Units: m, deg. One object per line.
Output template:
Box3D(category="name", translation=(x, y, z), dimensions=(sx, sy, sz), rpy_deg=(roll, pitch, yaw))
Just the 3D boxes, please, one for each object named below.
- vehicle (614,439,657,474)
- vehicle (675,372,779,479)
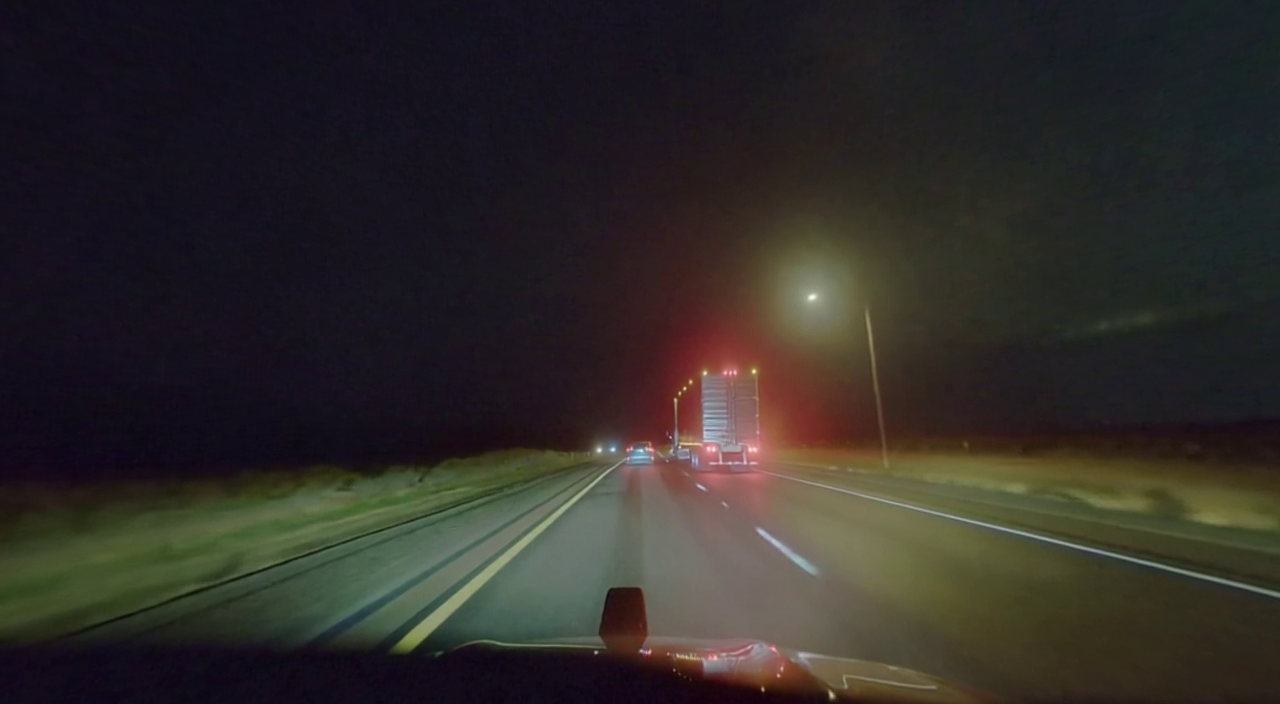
Box3D(category="vehicle", translation=(-0.221, 5.038, 30.610), dimensions=(1.968, 1.515, 4.025), rpy_deg=(0, -8, 0))
Box3D(category="vehicle", translation=(3.863, 4.063, 32.839), dimensions=(2.929, 4.158, 15.921), rpy_deg=(0, -9, -1))
